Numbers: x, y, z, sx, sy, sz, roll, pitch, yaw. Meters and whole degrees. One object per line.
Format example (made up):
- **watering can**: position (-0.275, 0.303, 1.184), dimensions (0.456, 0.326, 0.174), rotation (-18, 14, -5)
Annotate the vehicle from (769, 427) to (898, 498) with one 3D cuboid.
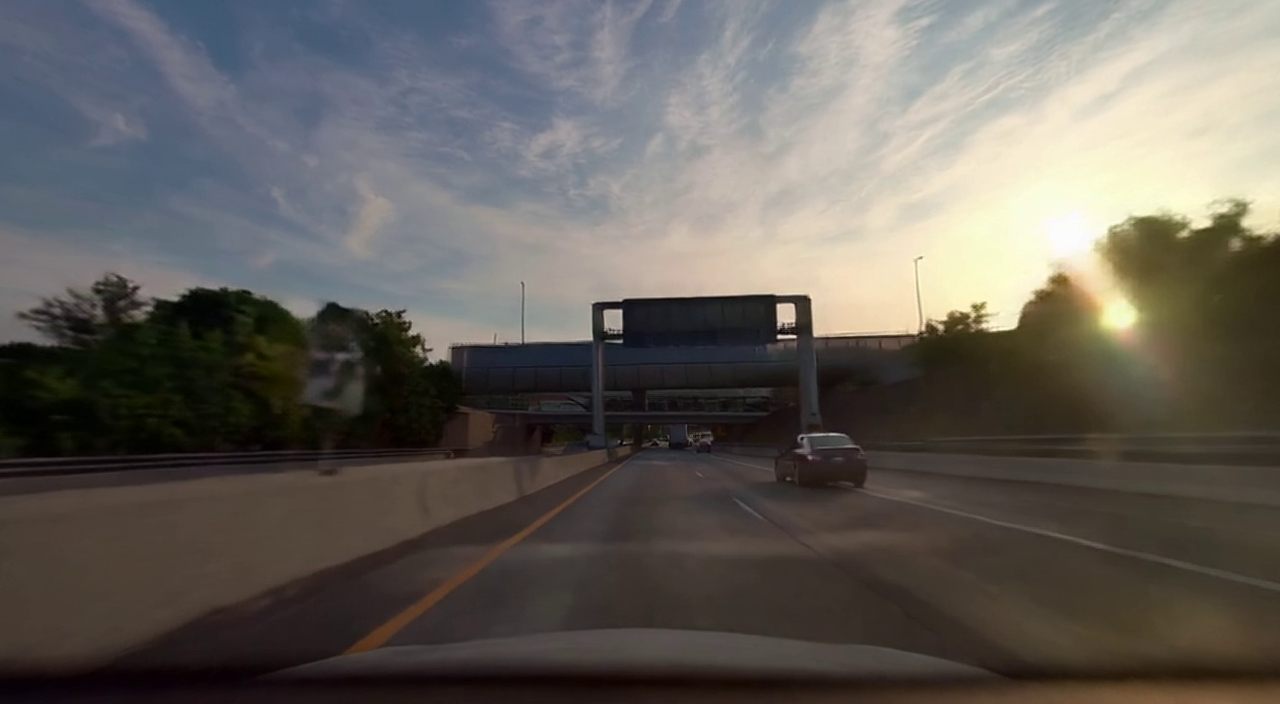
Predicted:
- **vehicle**: position (4.744, 2.761, 16.123), dimensions (1.954, 1.550, 4.140), rotation (0, -8, 0)
